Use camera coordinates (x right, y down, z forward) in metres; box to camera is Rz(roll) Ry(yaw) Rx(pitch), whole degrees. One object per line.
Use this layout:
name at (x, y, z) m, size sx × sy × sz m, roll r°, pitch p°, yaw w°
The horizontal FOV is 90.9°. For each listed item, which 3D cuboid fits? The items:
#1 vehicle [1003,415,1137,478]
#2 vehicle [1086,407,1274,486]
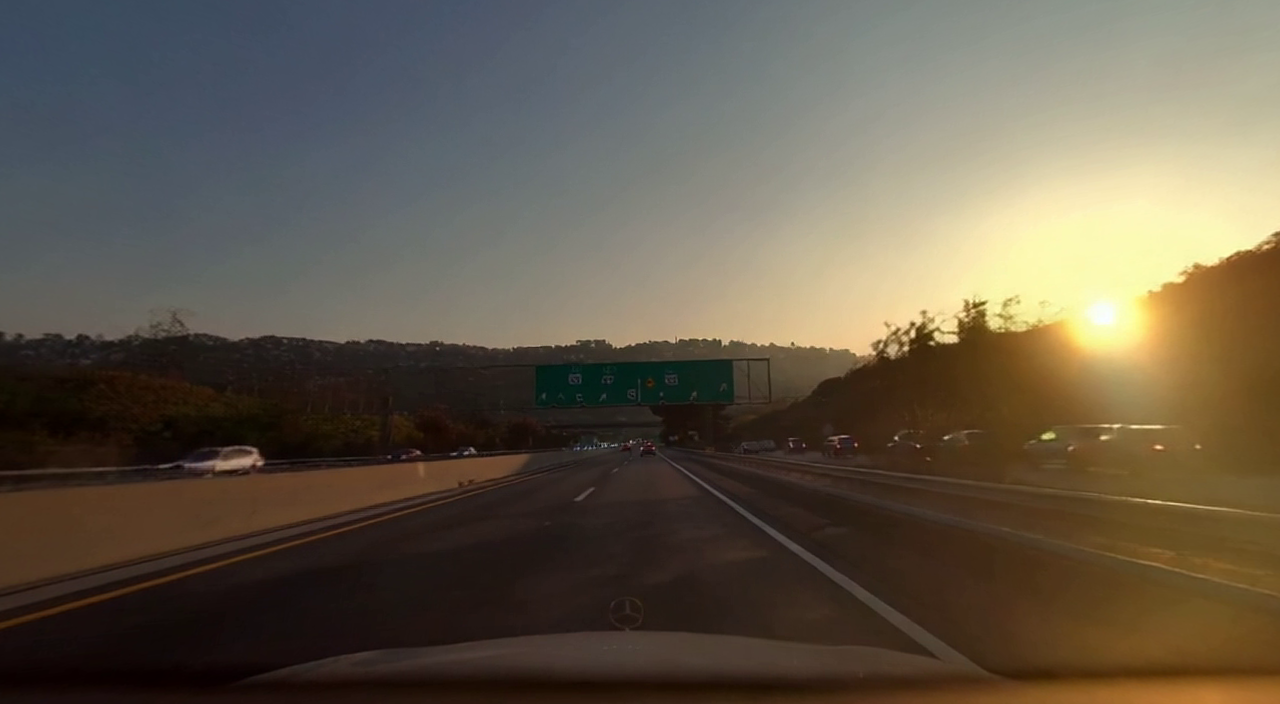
vehicle at (27.553, 6.146, 41.023) m, size 3.002 × 3.604 × 7.524 m, roll -1°, pitch -9°, yaw -2°
vehicle at (27.550, 4.923, 32.830) m, size 2.898 × 3.543 × 7.437 m, roll -1°, pitch -9°, yaw -1°
